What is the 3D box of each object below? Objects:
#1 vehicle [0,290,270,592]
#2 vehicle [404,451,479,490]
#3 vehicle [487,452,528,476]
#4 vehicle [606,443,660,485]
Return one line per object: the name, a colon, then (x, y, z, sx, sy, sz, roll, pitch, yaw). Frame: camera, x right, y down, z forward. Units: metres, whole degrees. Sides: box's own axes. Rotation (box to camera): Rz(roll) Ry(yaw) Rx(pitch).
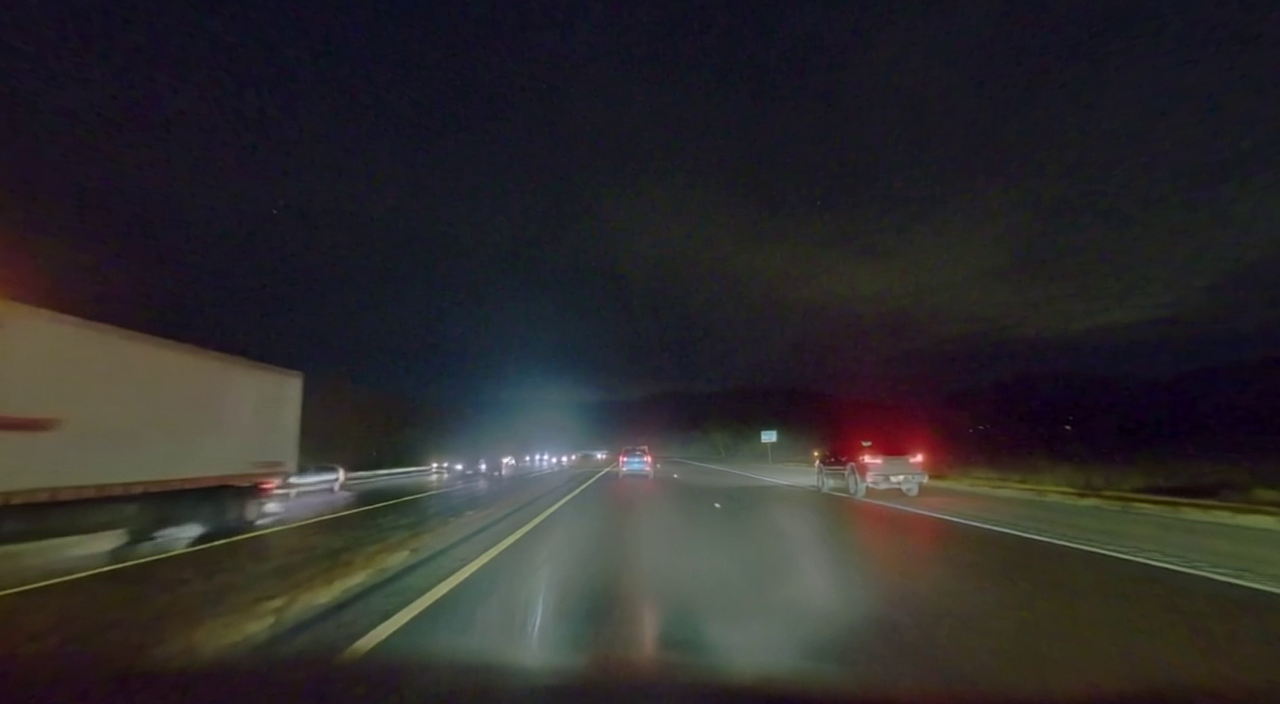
vehicle: (-8.651, 1.241, 8.556, 2.739, 3.387, 7.184, 0, -9, 0)
vehicle: (-8.901, 5.320, 28.482, 1.923, 1.545, 4.492, 0, -9, 0)
vehicle: (-8.812, 7.448, 42.005, 1.873, 1.488, 4.057, 0, -9, 0)
vehicle: (-0.279, 4.411, 24.945, 1.971, 1.518, 4.108, 0, -9, -1)
